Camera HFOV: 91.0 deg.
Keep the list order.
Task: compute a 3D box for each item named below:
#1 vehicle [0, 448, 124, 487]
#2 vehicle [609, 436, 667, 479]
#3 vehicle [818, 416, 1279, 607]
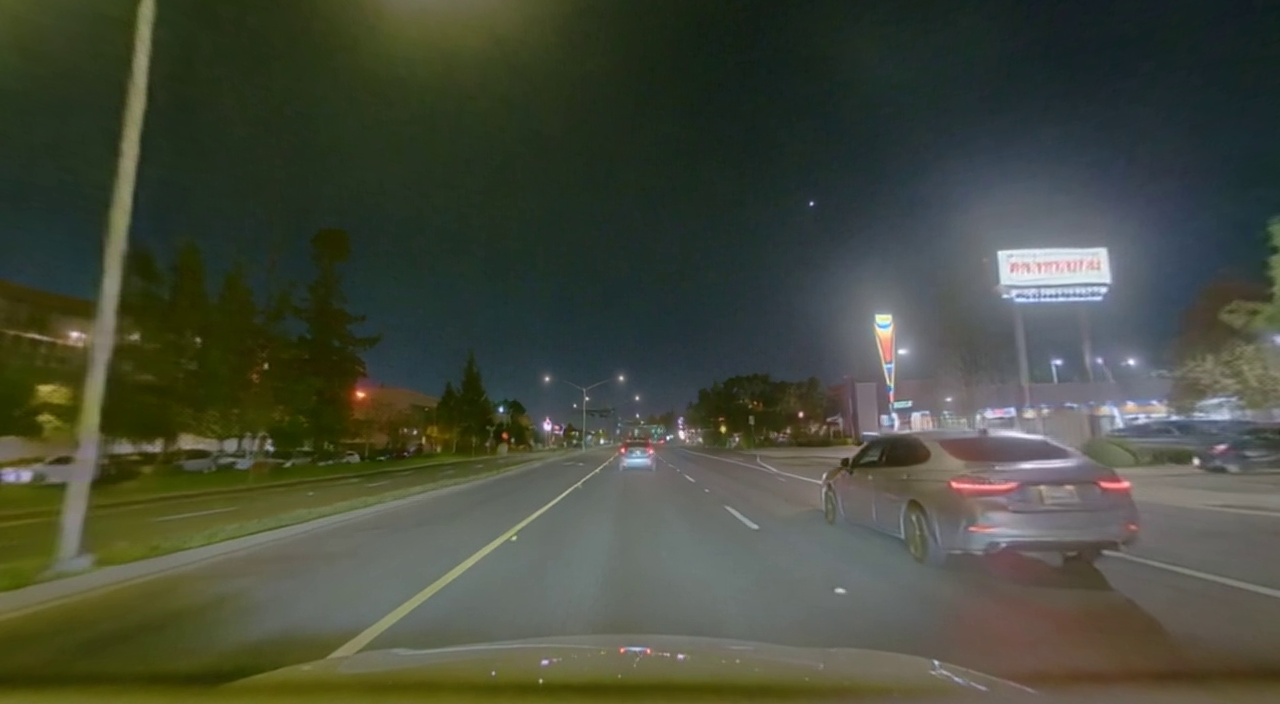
[{"bbox_3d":[-27.175,5.333,29.292,4.519,1.712,1.932,0,-8,-2],"label":"vehicle"},{"bbox_3d":[-0.102,3.939,23.704,1.998,1.452,3.773,0,-8,-1],"label":"vehicle"},{"bbox_3d":[3.873,1.587,7.282,2.153,1.456,4.705,0,-9,-1],"label":"vehicle"}]
